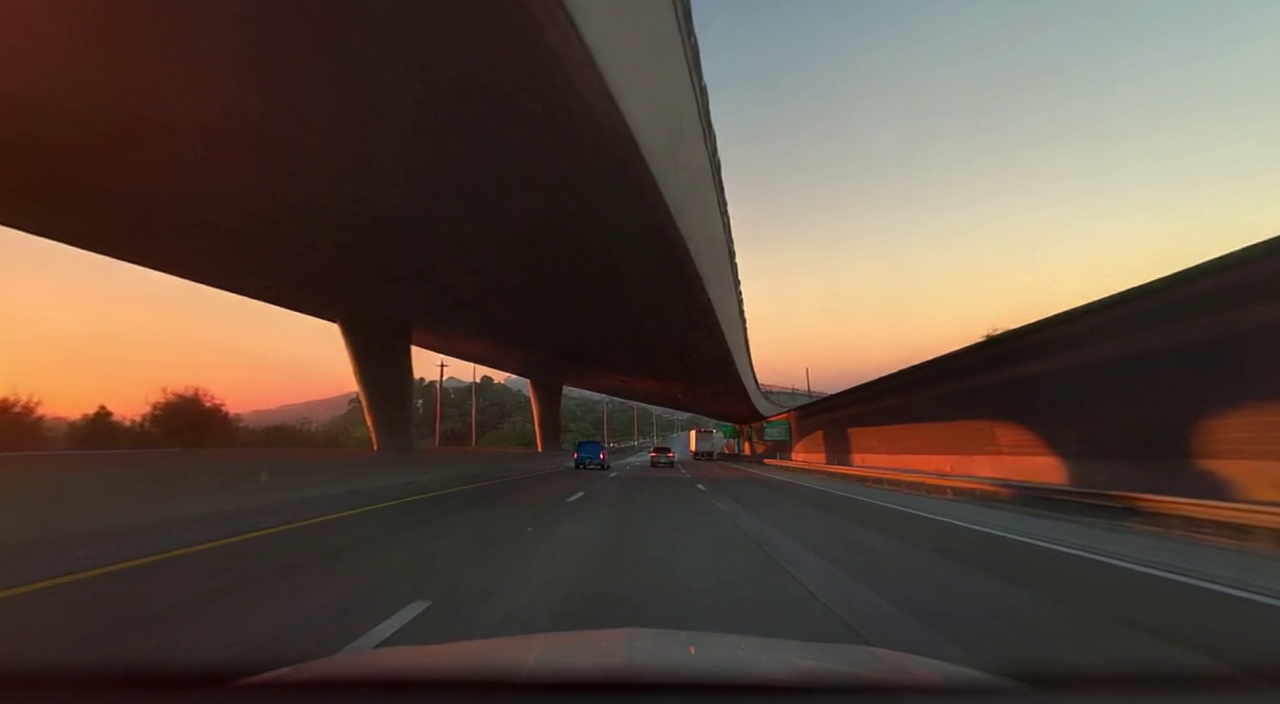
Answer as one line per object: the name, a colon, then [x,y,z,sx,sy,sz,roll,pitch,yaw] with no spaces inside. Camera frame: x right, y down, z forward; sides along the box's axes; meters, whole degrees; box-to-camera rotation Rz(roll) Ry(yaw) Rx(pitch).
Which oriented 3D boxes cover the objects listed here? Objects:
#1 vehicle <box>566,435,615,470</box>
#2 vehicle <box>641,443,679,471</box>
vehicle: [-2.807,5.819,36.622,2.264,1.901,4.647,-1,-9,3]
vehicle: [1.185,6.200,37.485,2.086,1.548,4.325,0,-9,2]
